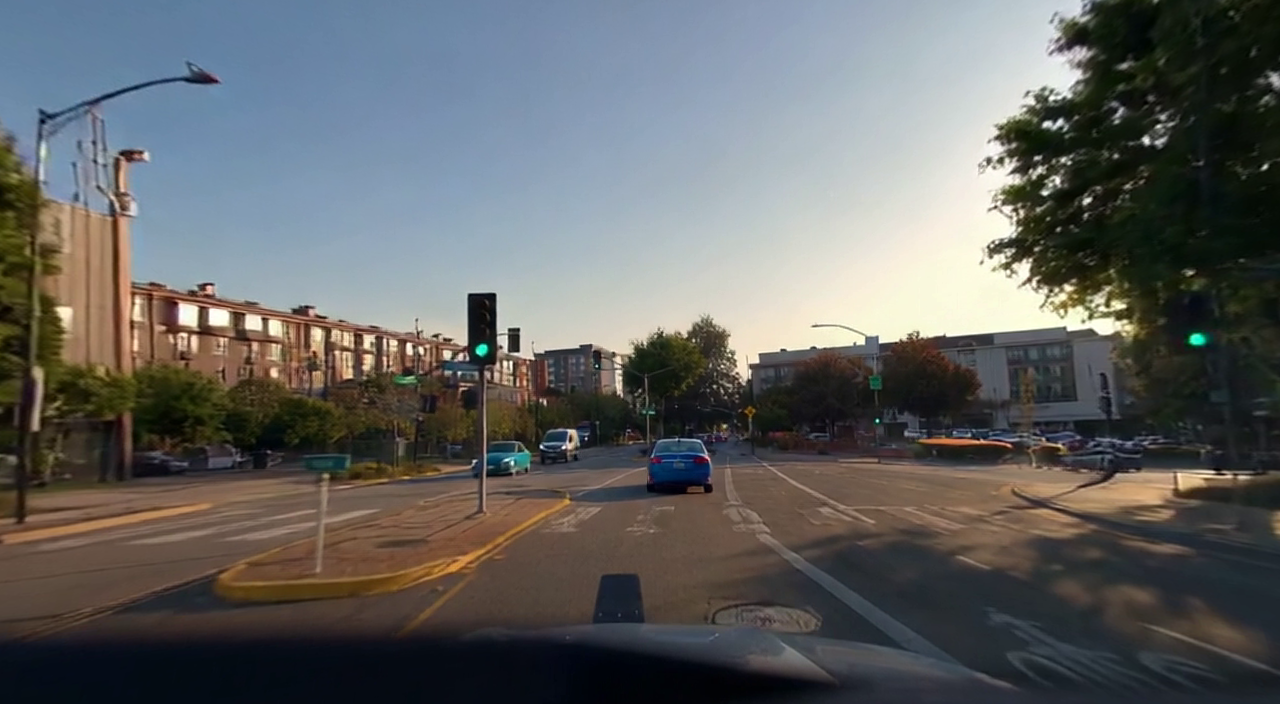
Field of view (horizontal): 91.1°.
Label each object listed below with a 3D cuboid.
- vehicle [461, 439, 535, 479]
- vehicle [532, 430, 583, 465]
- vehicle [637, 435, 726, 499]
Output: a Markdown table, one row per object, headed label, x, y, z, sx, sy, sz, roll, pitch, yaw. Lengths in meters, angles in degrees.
| label | x | y | z | sx | sy | sz | roll | pitch | yaw |
| --- | --- | --- | --- | --- | --- | --- | --- | --- | --- |
| vehicle | -5.859 | 4.444 | 26.535 | 1.884 | 1.509 | 4.416 | -1 | -8 | 3 |
| vehicle | -5.103 | 6.005 | 39.727 | 2.310 | 2.045 | 4.763 | -1 | -8 | 4 |
| vehicle | 1.054 | 2.861 | 16.109 | 1.950 | 1.401 | 4.159 | -1 | -8 | 4 |
